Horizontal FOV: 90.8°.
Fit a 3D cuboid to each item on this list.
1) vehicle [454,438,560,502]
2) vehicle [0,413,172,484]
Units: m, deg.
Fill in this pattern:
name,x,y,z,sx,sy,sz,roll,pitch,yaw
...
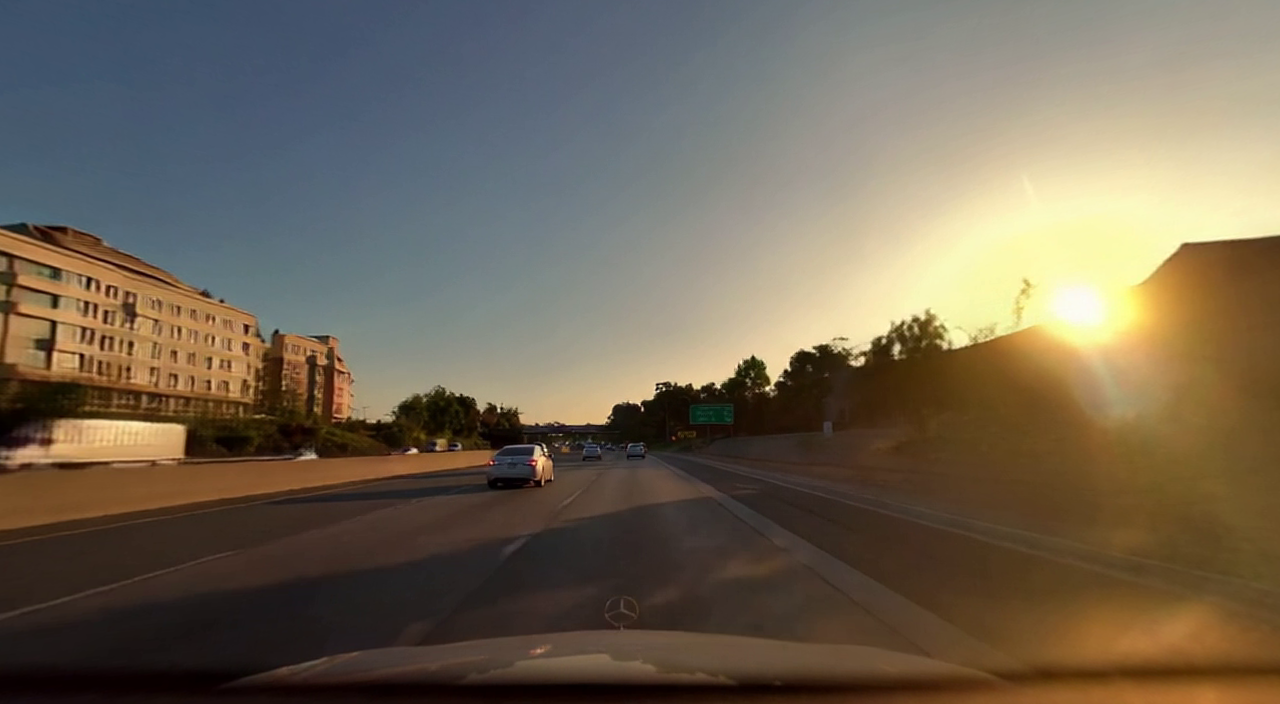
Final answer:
name,x,y,z,sx,sy,sz,roll,pitch,yaw
vehicle,-3.365,3.059,16.792,1.920,1.463,4.134,0,-9,0
vehicle,-35.802,6.198,40.718,2.986,3.973,10.686,0,-9,0
